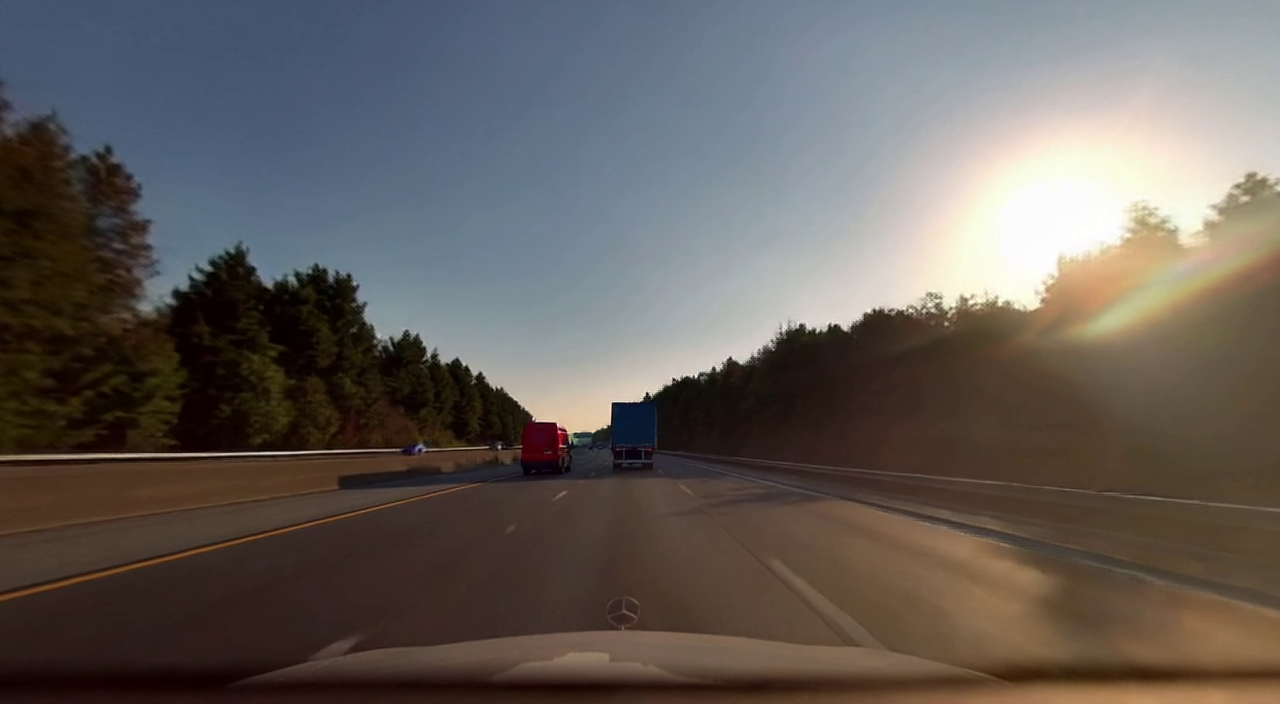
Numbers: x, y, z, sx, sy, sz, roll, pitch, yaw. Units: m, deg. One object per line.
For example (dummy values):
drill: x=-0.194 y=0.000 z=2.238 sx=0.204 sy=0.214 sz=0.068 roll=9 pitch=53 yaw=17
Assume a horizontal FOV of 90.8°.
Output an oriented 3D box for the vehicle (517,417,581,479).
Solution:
vehicle: x=-4.459 y=4.886 z=32.015 sx=2.357 sy=2.786 sz=6.144 roll=0 pitch=-9 yaw=-1

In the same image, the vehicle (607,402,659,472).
vehicle: x=-0.488 y=5.696 z=41.447 sx=2.995 sy=4.036 sz=10.311 roll=0 pitch=-9 yaw=-1
